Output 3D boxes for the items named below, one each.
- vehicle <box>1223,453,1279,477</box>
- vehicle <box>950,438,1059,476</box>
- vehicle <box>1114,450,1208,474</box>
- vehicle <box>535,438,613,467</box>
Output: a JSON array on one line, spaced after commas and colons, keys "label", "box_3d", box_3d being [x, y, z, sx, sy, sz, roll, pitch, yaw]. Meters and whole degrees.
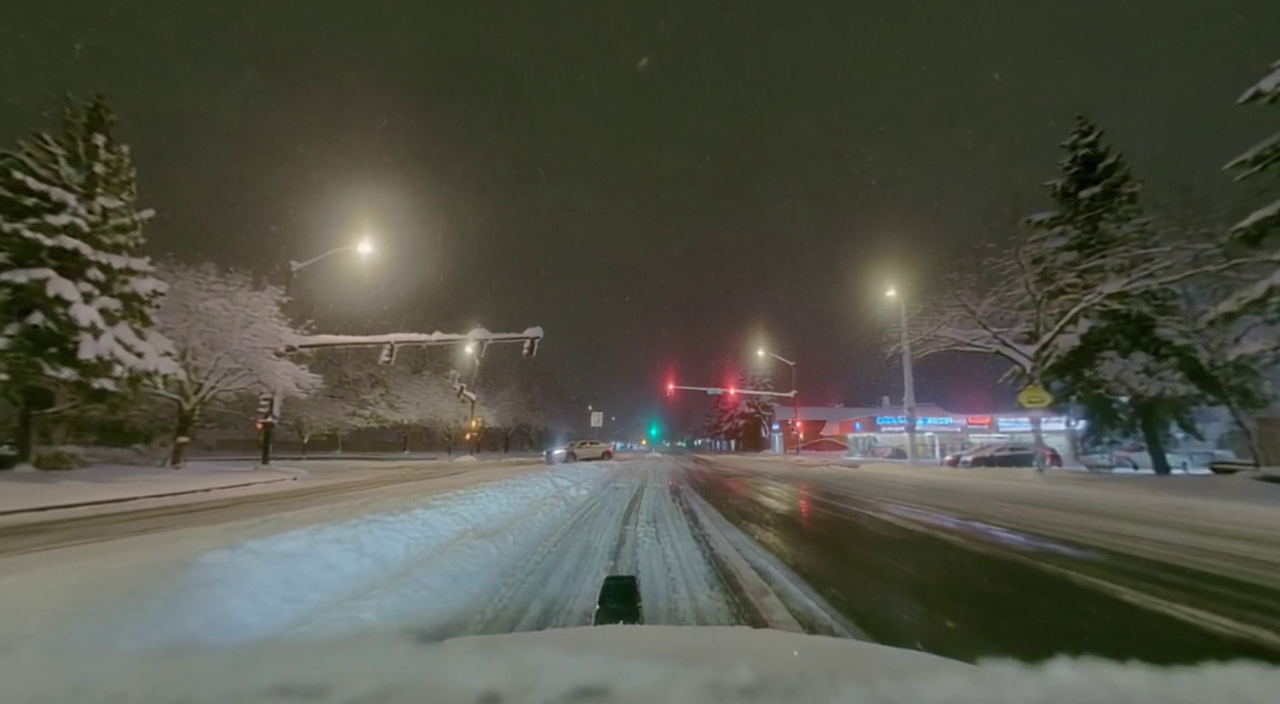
[{"label": "vehicle", "box_3d": [40.017, 7.083, 39.583, 1.790, 1.474, 4.620, 4, -9, -25]}, {"label": "vehicle", "box_3d": [23.122, 6.666, 40.359, 2.195, 2.201, 5.616, 5, -10, -27]}, {"label": "vehicle", "box_3d": [36.868, 7.749, 44.827, 1.868, 1.566, 4.647, 5, -9, -29]}, {"label": "vehicle", "box_3d": [-4.086, 6.209, 39.265, 4.408, 1.728, 2.010, -3, -9, 22]}]
